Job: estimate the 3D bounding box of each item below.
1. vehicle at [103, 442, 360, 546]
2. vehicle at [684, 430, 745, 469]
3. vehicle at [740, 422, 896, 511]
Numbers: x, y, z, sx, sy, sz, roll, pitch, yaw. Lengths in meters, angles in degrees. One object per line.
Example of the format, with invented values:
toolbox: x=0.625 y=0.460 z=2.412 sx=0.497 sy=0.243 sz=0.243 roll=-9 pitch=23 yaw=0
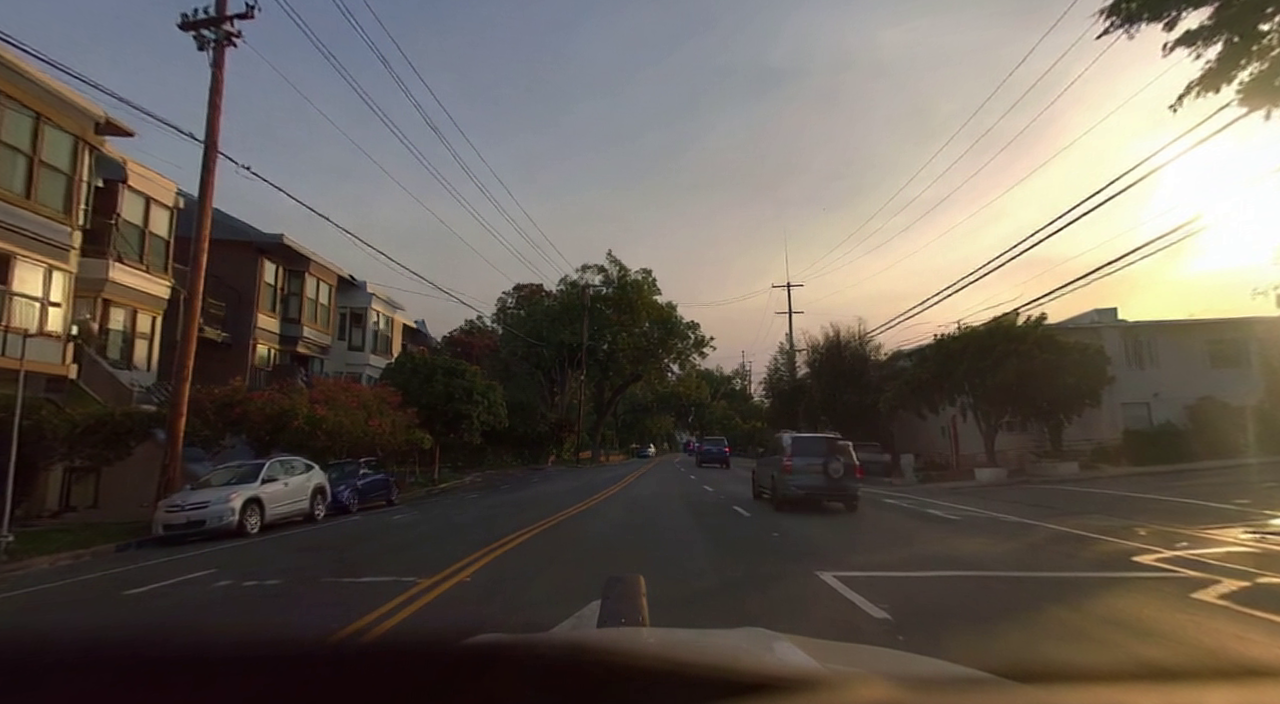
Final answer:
vehicle: x=-8.349 y=2.880 z=13.580 sx=2.381 sy=1.825 sz=4.652 roll=0 pitch=-8 yaw=0
vehicle: x=3.710 y=4.996 z=32.321 sx=2.368 sy=1.840 sz=4.896 roll=0 pitch=-8 yaw=-2
vehicle: x=3.884 y=2.613 z=14.828 sx=2.306 sy=1.719 sz=4.805 roll=0 pitch=-8 yaw=0
